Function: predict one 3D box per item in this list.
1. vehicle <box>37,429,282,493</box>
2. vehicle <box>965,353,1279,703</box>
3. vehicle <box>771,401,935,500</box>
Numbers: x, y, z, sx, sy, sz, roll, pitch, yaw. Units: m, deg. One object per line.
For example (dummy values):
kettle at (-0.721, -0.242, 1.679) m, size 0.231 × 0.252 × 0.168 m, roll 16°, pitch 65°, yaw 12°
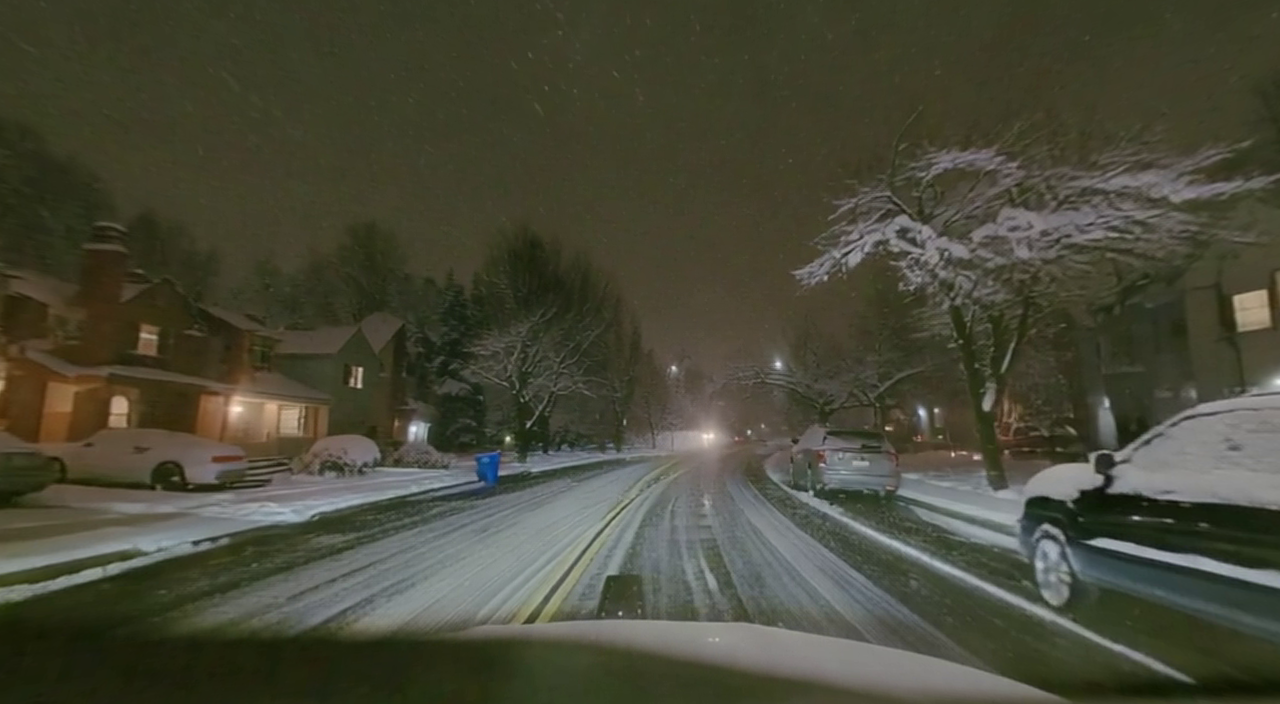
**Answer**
vehicle at (-11.585, 2.647, 15.451) m, size 4.455 × 1.419 × 2.017 m, roll -1°, pitch -9°, yaw 5°
vehicle at (4.186, 1.035, 3.849) m, size 2.194 × 1.786 × 4.704 m, roll -1°, pitch -9°, yaw 5°
vehicle at (5.247, 2.603, 16.840) m, size 2.735 × 2.117 × 6.103 m, roll -1°, pitch -9°, yaw 5°
